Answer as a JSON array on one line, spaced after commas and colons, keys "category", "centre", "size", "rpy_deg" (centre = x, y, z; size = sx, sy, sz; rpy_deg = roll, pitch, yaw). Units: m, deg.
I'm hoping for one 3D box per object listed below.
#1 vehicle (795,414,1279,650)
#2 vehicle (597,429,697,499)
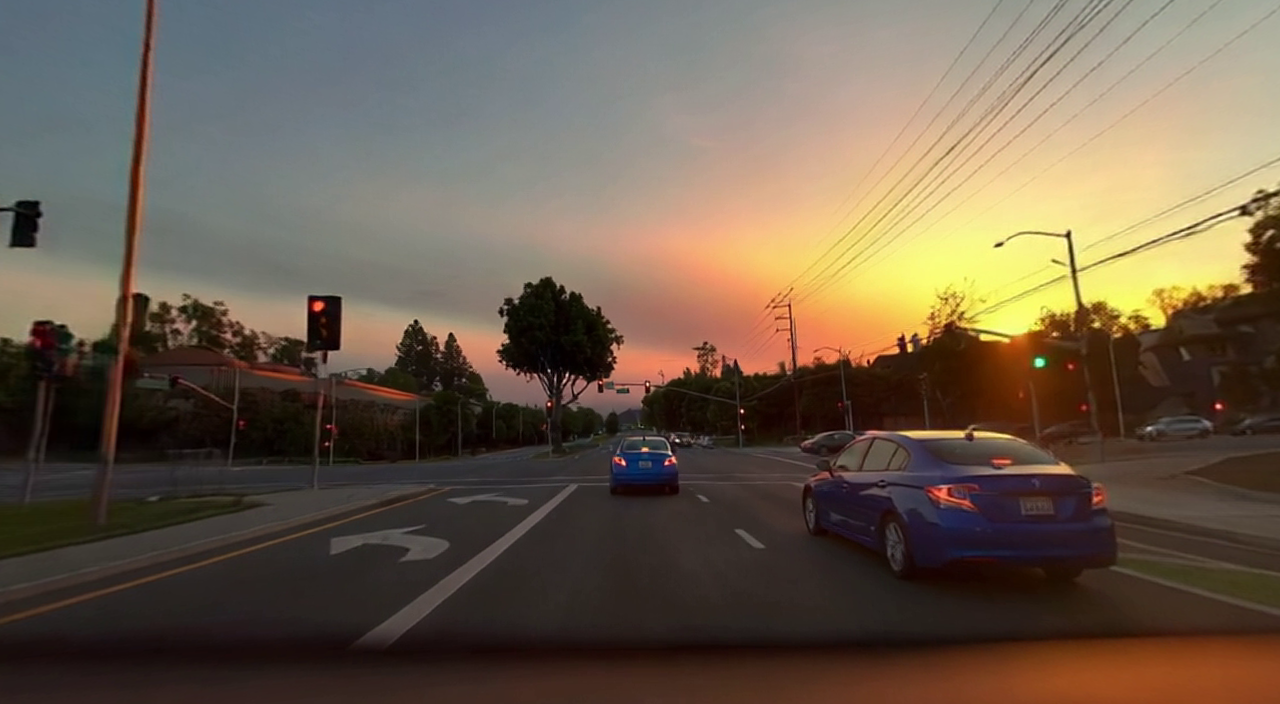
[{"category": "vehicle", "centre": [3.046, 1.434, 6.106], "size": [2.004, 1.448, 4.263], "rpy_deg": [0, -8, 0]}, {"category": "vehicle", "centre": [0.160, 2.677, 15.382], "size": [2.110, 1.466, 3.860], "rpy_deg": [0, -8, 0]}]
